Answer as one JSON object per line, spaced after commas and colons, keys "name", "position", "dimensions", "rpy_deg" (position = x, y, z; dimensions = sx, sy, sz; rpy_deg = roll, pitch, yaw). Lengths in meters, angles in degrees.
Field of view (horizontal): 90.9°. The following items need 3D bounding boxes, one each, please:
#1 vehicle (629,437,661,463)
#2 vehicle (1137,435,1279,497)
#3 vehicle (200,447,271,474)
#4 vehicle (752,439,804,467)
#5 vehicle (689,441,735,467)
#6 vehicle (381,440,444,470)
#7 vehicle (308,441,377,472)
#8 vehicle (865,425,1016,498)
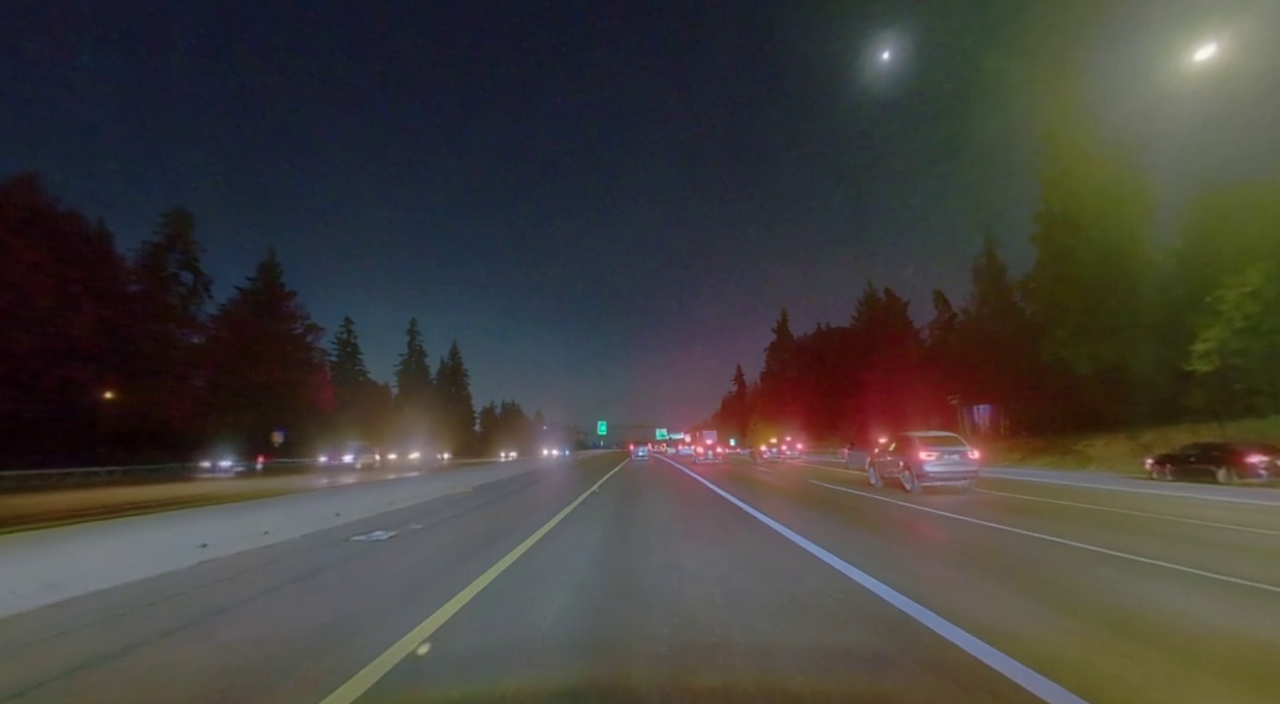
{"name": "vehicle", "position": [0.334, 6.767, 43.604], "dimensions": [2.124, 1.639, 4.122], "rpy_deg": [0, -8, 0]}
{"name": "vehicle", "position": [16.321, 3.032, 17.234], "dimensions": [1.908, 1.468, 4.457], "rpy_deg": [0, -8, 1]}
{"name": "vehicle", "position": [-28.201, 7.529, 44.149], "dimensions": [2.056, 1.775, 4.585], "rpy_deg": [0, -8, -3]}
{"name": "vehicle", "position": [7.843, 5.801, 36.298], "dimensions": [1.919, 1.476, 4.303], "rpy_deg": [0, -8, -1]}
{"name": "vehicle", "position": [4.103, 5.903, 36.725], "dimensions": [2.118, 1.438, 4.312], "rpy_deg": [0, -8, -1]}
{"name": "vehicle", "position": [-14.107, 6.395, 39.460], "dimensions": [2.057, 1.734, 5.135], "rpy_deg": [0, -8, 0]}
{"name": "vehicle", "position": [-18.786, 6.604, 40.083], "dimensions": [2.141, 1.838, 4.634], "rpy_deg": [0, -8, -1]}
{"name": "vehicle", "position": [7.957, 2.931, 17.241], "dimensions": [1.986, 1.703, 4.226], "rpy_deg": [0, -8, -1]}
